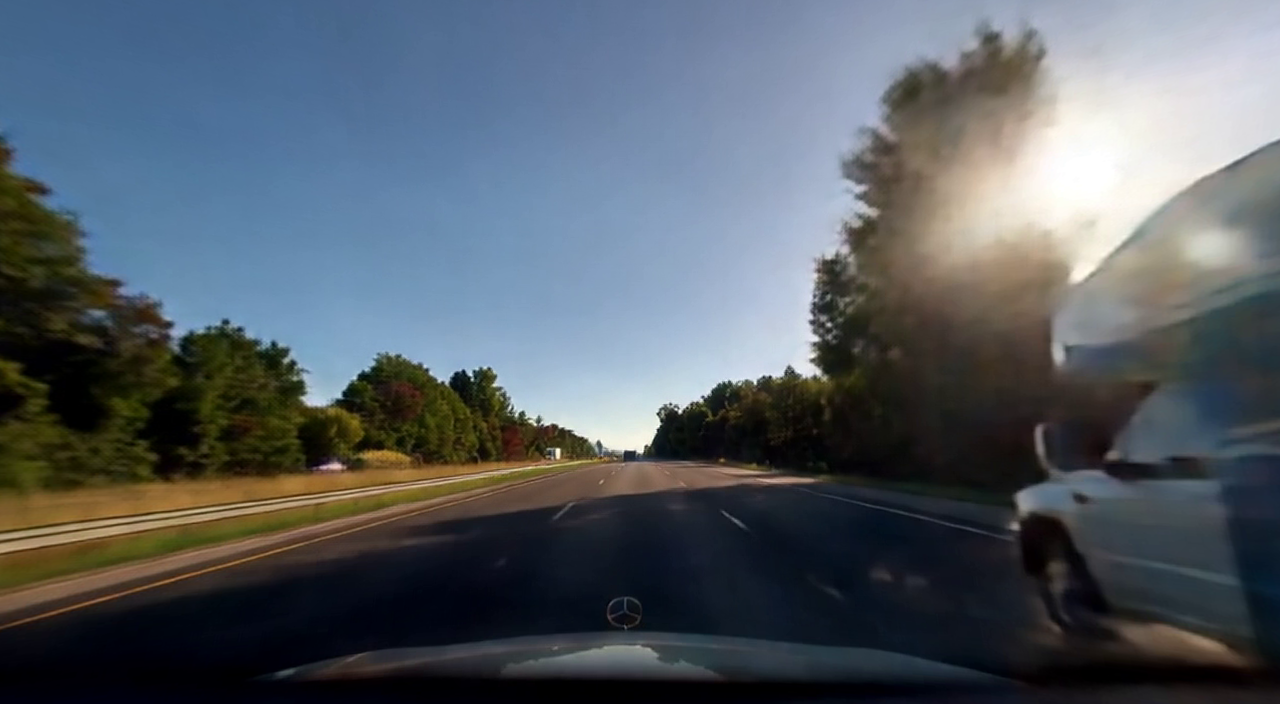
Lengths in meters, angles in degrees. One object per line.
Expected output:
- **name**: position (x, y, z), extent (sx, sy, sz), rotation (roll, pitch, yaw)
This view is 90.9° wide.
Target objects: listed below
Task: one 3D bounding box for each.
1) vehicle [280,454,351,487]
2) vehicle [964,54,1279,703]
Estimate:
- **vehicle**: position (-18.924, 6.912, 37.011), extent (1.907, 1.742, 4.139), rotation (0, -9, 0)
- **vehicle**: position (3.711, 0.100, 1.333), extent (2.556, 2.763, 6.287), rotation (0, -9, -1)
